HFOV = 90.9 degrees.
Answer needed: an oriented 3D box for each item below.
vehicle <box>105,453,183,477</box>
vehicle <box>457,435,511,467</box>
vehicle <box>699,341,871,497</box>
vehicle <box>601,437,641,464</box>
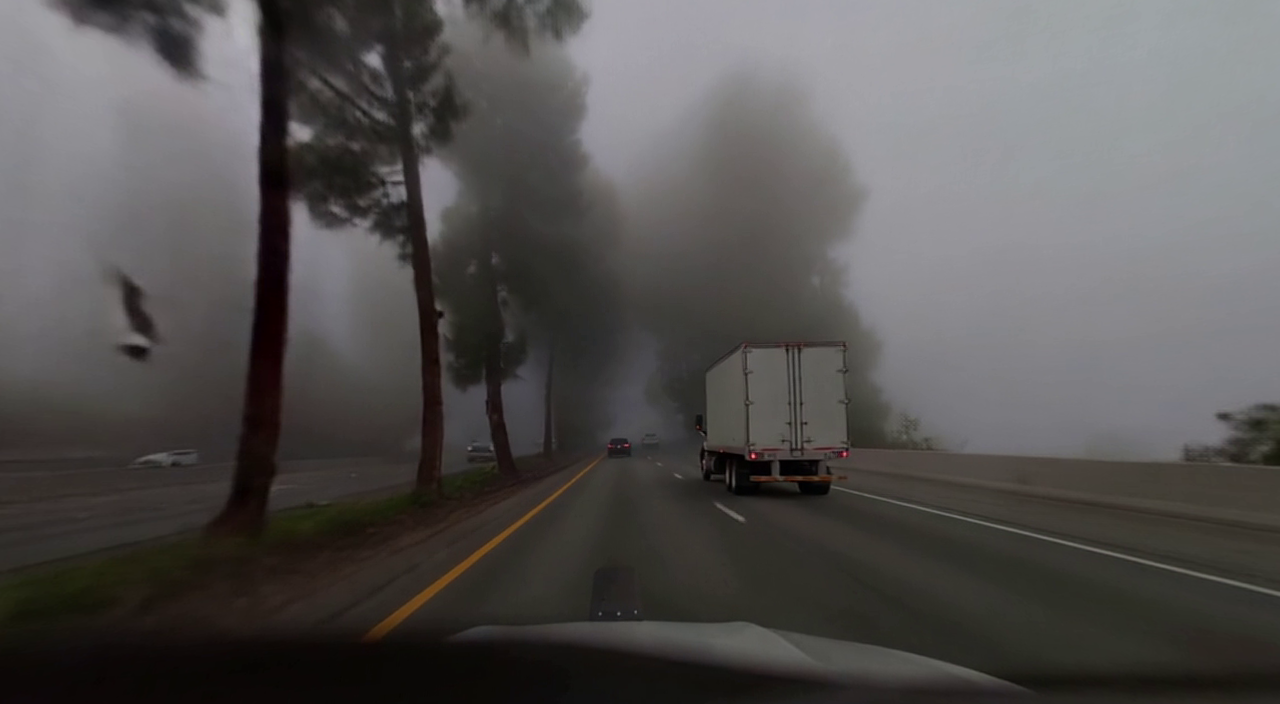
[{"bbox_3d":[-35.694,8.136,45.539,1.944,1.482,4.551,0,-7,-1],"label":"vehicle"},{"bbox_3d":[-9.157,5.817,37.363,2.035,1.768,4.740,0,-8,-1],"label":"vehicle"},{"bbox_3d":[3.662,2.041,18.428,2.921,3.526,8.207,0,-8,-1],"label":"vehicle"},{"bbox_3d":[-1.091,5.745,37.131,2.259,1.466,3.693,0,-7,-1],"label":"vehicle"}]
